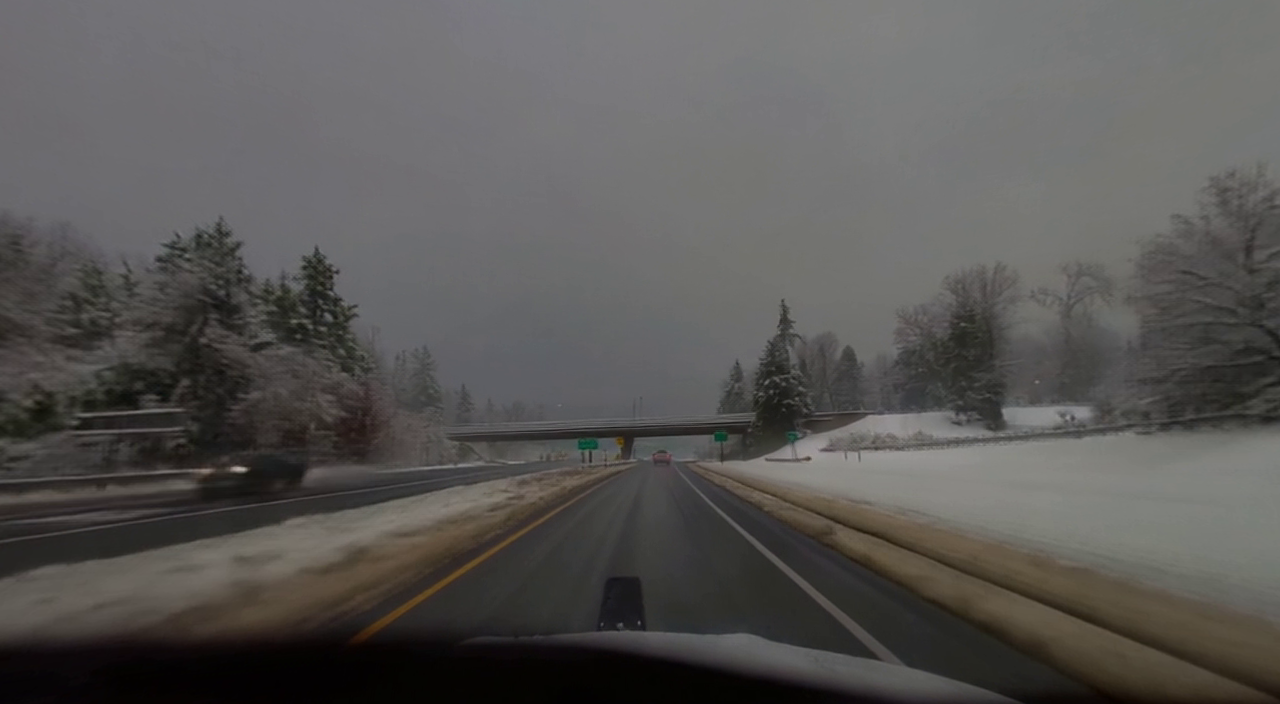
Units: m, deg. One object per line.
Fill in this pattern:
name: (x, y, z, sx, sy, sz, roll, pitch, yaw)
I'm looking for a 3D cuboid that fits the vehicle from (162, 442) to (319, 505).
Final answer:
vehicle: (-12.097, 3.679, 19.546, 1.981, 1.676, 4.508, 0, -9, -2)
